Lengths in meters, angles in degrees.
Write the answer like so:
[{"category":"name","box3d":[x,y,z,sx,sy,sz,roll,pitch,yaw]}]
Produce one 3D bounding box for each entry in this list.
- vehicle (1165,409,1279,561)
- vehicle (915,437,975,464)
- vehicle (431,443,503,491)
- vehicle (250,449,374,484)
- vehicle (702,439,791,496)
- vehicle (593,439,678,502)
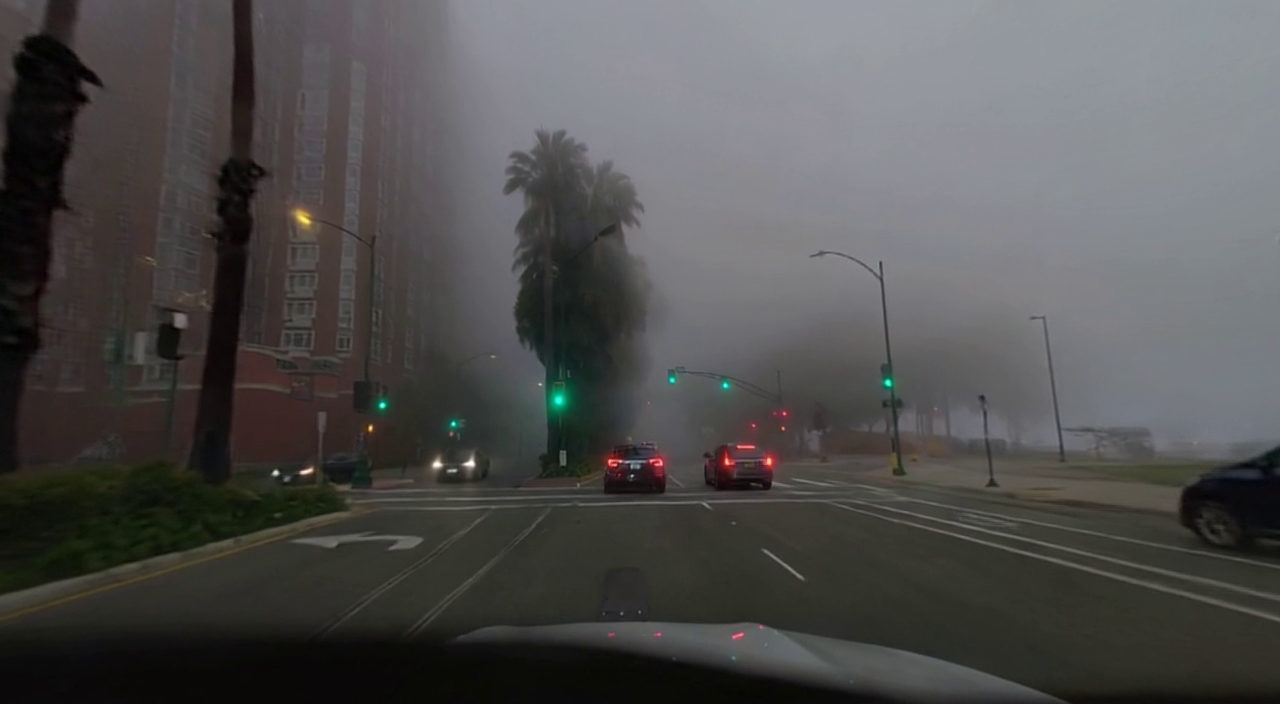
[{"category":"vehicle","box3d":[8.180,1.362,6.265,2.000,1.685,4.487,0,-9,-1]},{"category":"vehicle","box3d":[19.894,6.481,41.478,1.959,1.674,4.706,-1,-9,5]},{"category":"vehicle","box3d":[-6.272,4.028,22.553,1.977,1.501,4.435,3,-9,-21]},{"category":"vehicle","box3d":[-14.648,5.113,28.367,4.641,1.502,1.882,-2,-9,9]},{"category":"vehicle","box3d":[3.040,3.369,18.731,1.909,1.500,3.524,0,-9,-2]},{"category":"vehicle","box3d":[-0.147,3.134,17.086,2.048,1.503,3.681,0,-9,-1]}]
